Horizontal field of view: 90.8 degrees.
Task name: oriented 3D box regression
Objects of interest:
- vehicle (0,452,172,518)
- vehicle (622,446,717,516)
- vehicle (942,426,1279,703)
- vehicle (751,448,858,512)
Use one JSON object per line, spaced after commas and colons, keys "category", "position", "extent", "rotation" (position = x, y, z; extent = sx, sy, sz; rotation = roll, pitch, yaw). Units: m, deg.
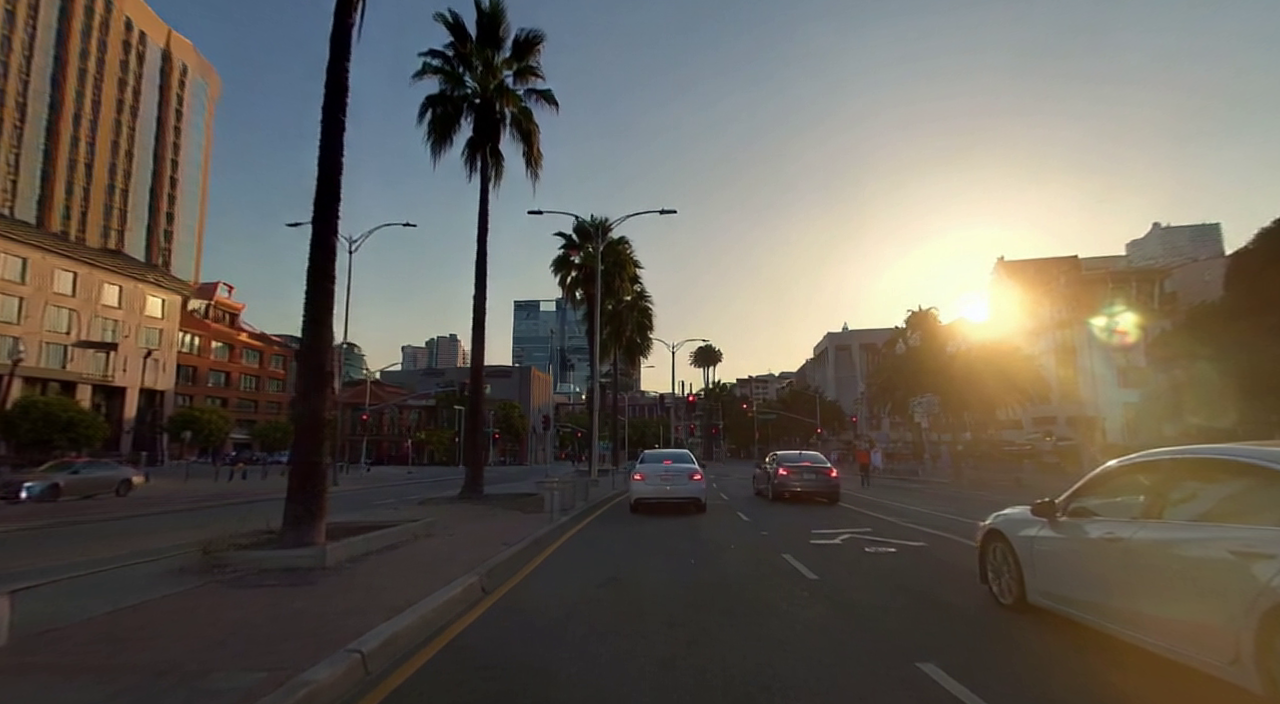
{"category": "vehicle", "position": [-16.923, 3.841, 18.868], "extent": [2.078, 1.662, 4.436], "rotation": [-2, -9, 9]}
{"category": "vehicle", "position": [0.782, 3.090, 15.628], "extent": [2.078, 1.503, 3.681], "rotation": [-1, -9, 5]}
{"category": "vehicle", "position": [3.732, 1.209, 3.695], "extent": [1.913, 1.469, 4.425], "rotation": [-1, -9, 3]}
{"category": "vehicle", "position": [4.287, 3.389, 17.244], "extent": [1.920, 1.490, 4.417], "rotation": [-1, -9, 3]}
